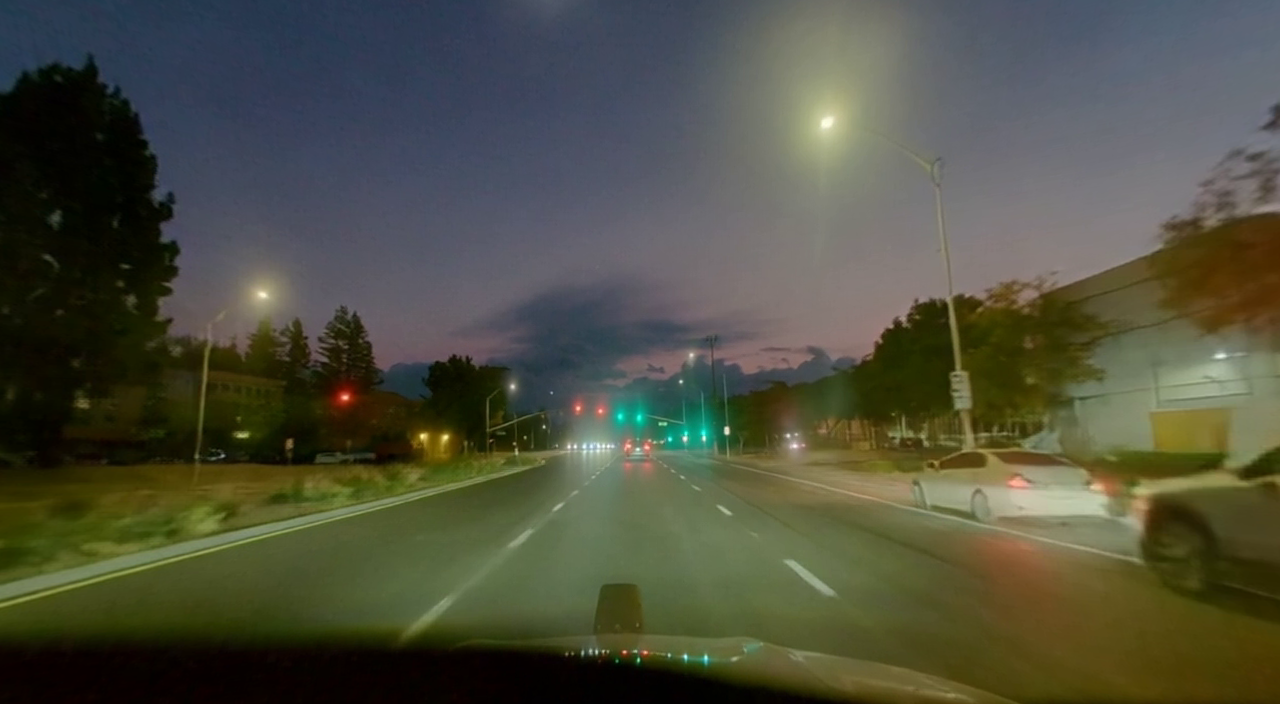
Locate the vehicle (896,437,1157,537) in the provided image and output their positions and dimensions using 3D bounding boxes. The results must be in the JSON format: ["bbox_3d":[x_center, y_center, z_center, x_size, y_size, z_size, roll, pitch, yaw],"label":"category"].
[{"bbox_3d":[6.720,2.355,11.762,1.959,1.466,4.528,0,-8,0],"label":"vehicle"}]

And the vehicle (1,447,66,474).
[{"bbox_3d":[-44.371,7.912,46.358,2.122,1.792,4.859,4,-10,-28],"label":"vehicle"}]

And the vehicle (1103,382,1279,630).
[{"bbox_3d":[5.883,1.003,3.792,2.295,1.804,4.971,0,-8,-2],"label":"vehicle"}]

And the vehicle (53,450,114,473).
[{"bbox_3d":[-39.092,7.678,44.487,1.920,1.534,4.933,4,-10,-26],"label":"vehicle"}]
